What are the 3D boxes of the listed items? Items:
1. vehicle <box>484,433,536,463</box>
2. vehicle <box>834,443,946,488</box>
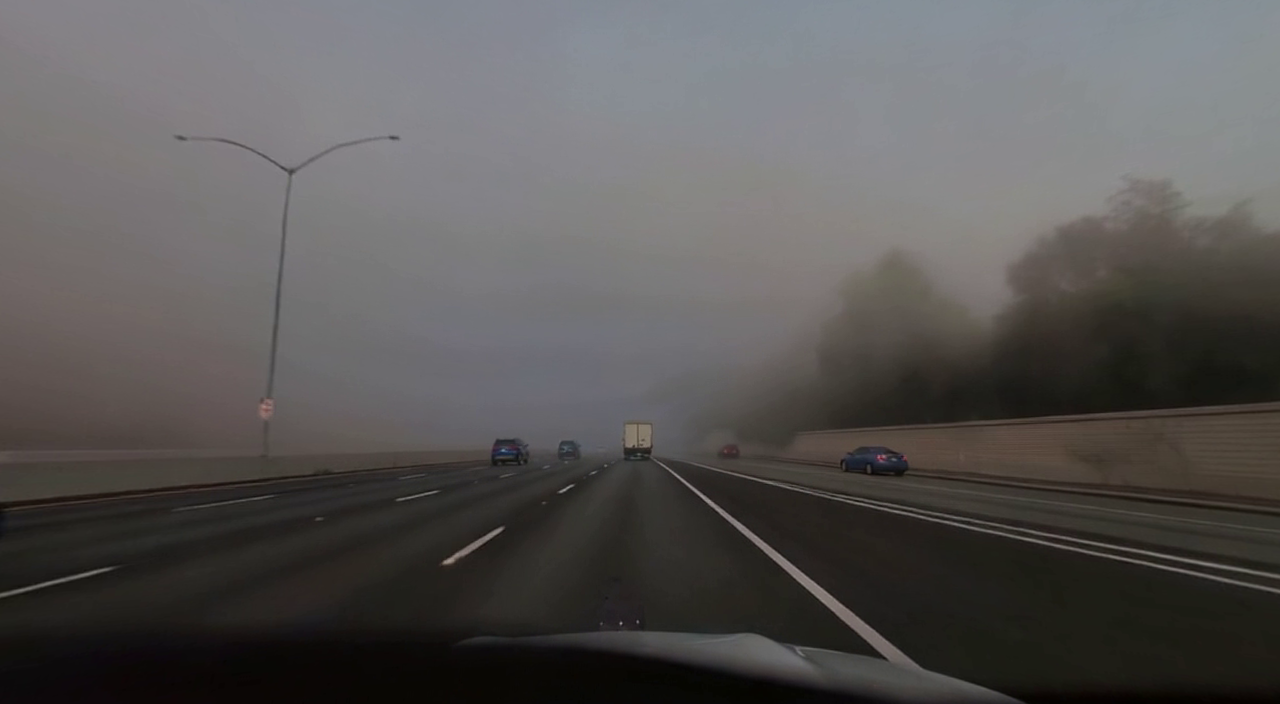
[{"bbox_3d":[-9.909,7.403,48.636,2.571,2.169,6.443,0,-9,1],"label":"vehicle"},{"bbox_3d":[9.278,4.238,23.865,2.075,1.510,4.569,1,-9,-5],"label":"vehicle"}]
